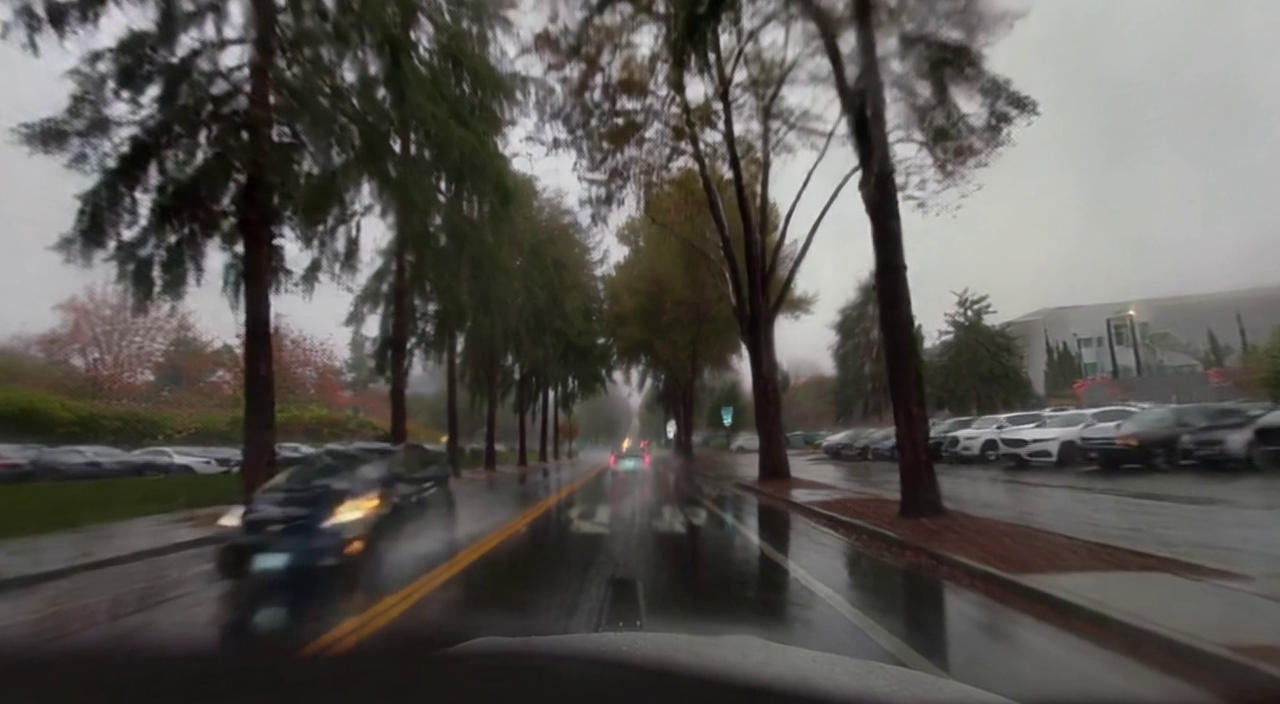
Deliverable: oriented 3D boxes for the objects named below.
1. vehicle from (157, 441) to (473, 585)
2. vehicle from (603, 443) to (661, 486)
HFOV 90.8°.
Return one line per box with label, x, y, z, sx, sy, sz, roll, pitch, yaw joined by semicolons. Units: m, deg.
vehicle;-4.004;2.020;8.944;2.028;1.464;4.602;-1;-8;0
vehicle;-0.328;4.532;25.833;2.152;1.574;4.223;0;-8;-1
